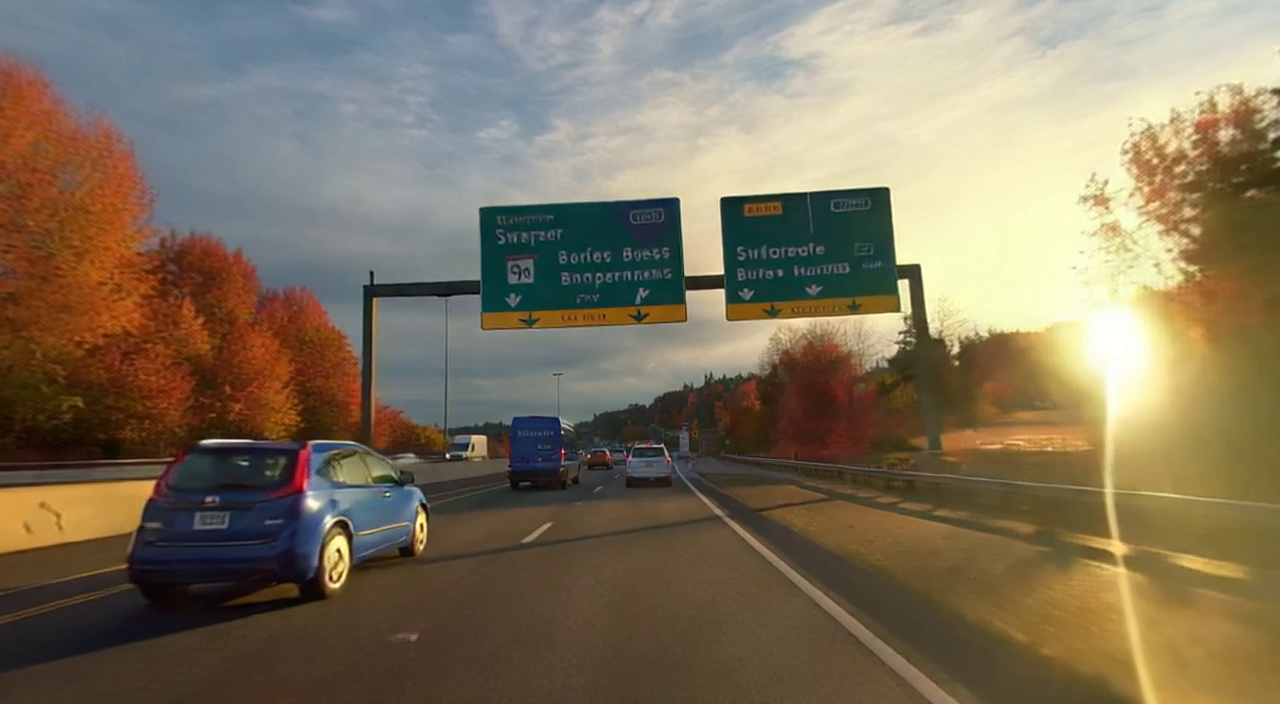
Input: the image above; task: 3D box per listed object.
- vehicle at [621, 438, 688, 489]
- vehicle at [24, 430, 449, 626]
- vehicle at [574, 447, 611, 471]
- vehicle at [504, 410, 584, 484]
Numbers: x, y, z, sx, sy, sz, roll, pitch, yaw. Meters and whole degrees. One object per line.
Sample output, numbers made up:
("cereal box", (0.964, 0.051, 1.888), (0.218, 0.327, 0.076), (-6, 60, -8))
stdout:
("vehicle", (0.511, 4.024, 22.916), (2.195, 1.679, 4.070), (0, -9, 1))
("vehicle", (-3.729, 1.669, 6.879), (1.977, 1.485, 3.973), (0, -9, 0))
("vehicle", (-3.136, 7.179, 42.190), (2.015, 1.496, 4.312), (-1, -9, 1))
("vehicle", (-3.780, 3.933, 25.973), (2.275, 2.692, 5.810), (0, -9, 1))
